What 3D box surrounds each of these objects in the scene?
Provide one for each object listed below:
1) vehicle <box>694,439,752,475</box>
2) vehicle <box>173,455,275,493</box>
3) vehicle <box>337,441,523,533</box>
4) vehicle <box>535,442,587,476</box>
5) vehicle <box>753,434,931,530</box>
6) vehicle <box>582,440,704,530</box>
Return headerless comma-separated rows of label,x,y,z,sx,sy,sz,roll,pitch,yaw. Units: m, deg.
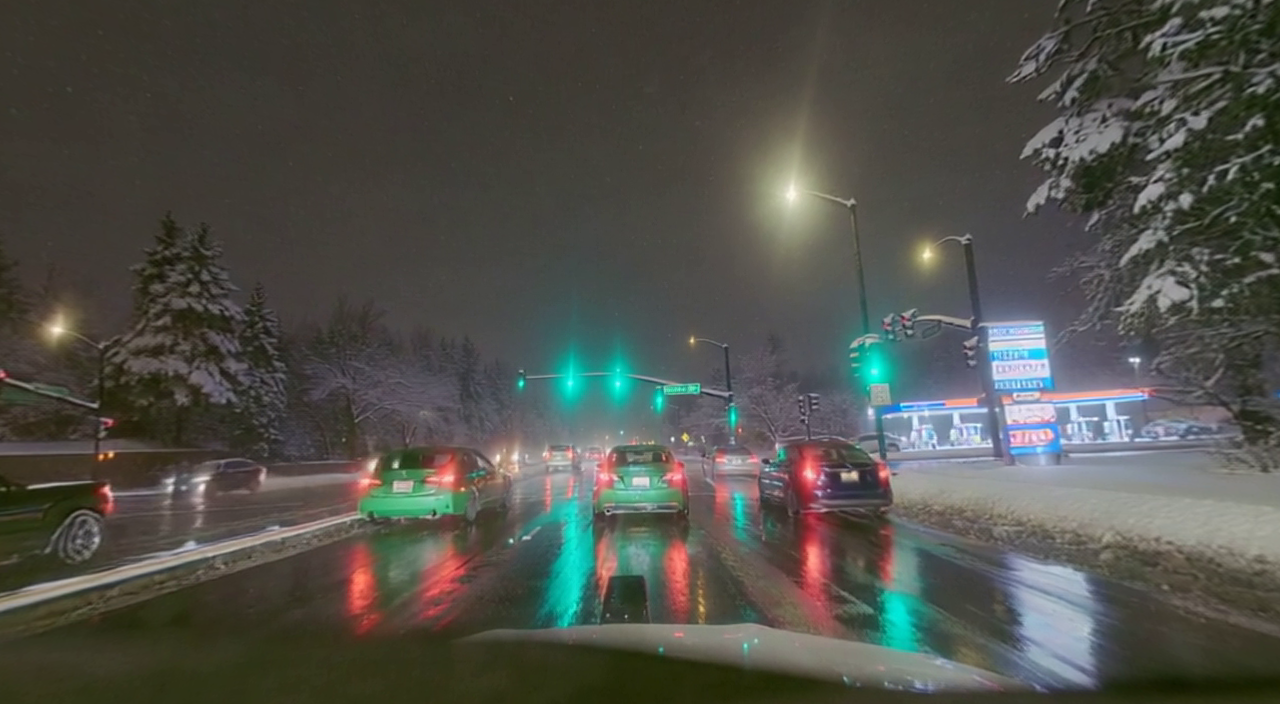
vehicle,3.740,4.808,29.127,1.942,1.482,4.623,0,-8,-1
vehicle,-21.826,6.393,33.347,2.152,1.764,4.641,0,-8,0
vehicle,-3.744,2.470,12.264,1.995,1.436,4.500,0,-8,1
vehicle,-3.753,5.177,30.728,1.896,1.501,4.390,0,-8,1
vehicle,3.618,2.397,12.305,1.920,1.479,4.548,0,-8,-1
vehicle,0.012,2.462,12.299,1.994,1.433,3.894,0,-8,-1
